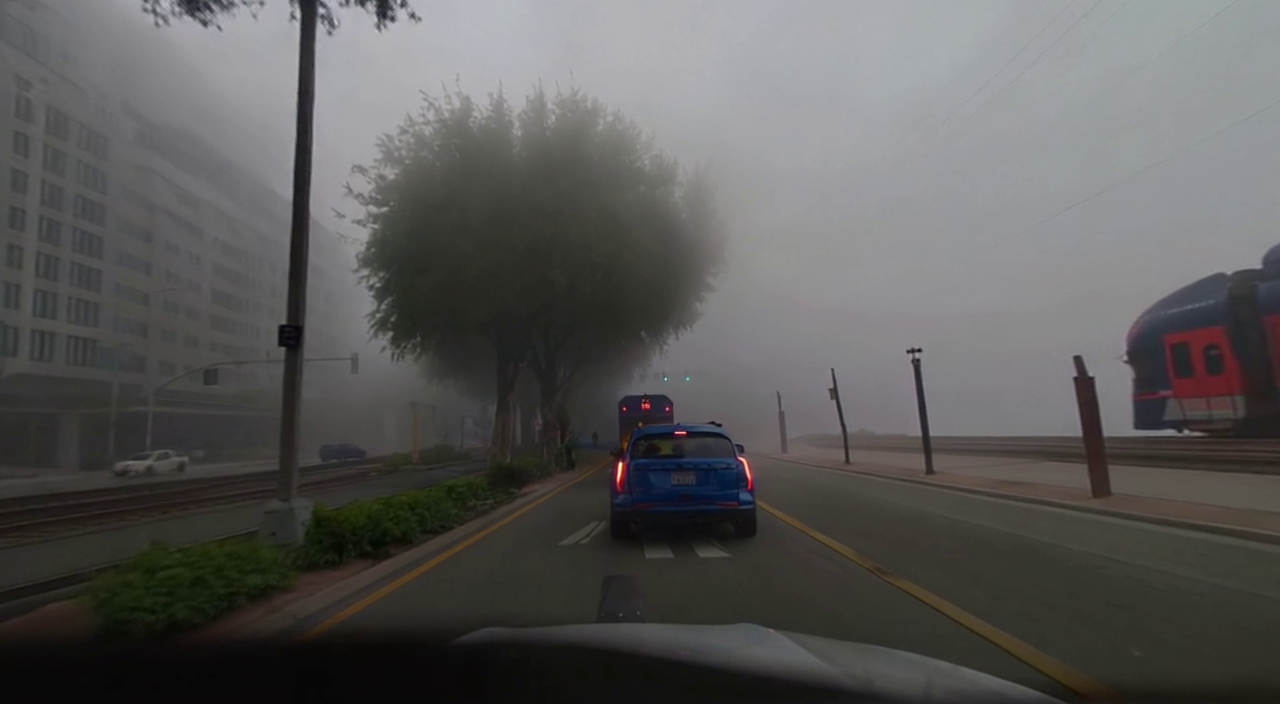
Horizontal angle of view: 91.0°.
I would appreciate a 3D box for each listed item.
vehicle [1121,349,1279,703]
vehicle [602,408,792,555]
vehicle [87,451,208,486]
[{"bbox_3d":[3.826,0.614,1.134,2.212,1.709,4.715,0,-9,1],"label":"vehicle"},{"bbox_3d":[0.594,1.808,9.397,2.190,1.684,4.084,0,-9,-2],"label":"vehicle"},{"bbox_3d":[-23.082,5.433,29.784,1.900,1.465,4.781,0,-9,-1],"label":"vehicle"}]
